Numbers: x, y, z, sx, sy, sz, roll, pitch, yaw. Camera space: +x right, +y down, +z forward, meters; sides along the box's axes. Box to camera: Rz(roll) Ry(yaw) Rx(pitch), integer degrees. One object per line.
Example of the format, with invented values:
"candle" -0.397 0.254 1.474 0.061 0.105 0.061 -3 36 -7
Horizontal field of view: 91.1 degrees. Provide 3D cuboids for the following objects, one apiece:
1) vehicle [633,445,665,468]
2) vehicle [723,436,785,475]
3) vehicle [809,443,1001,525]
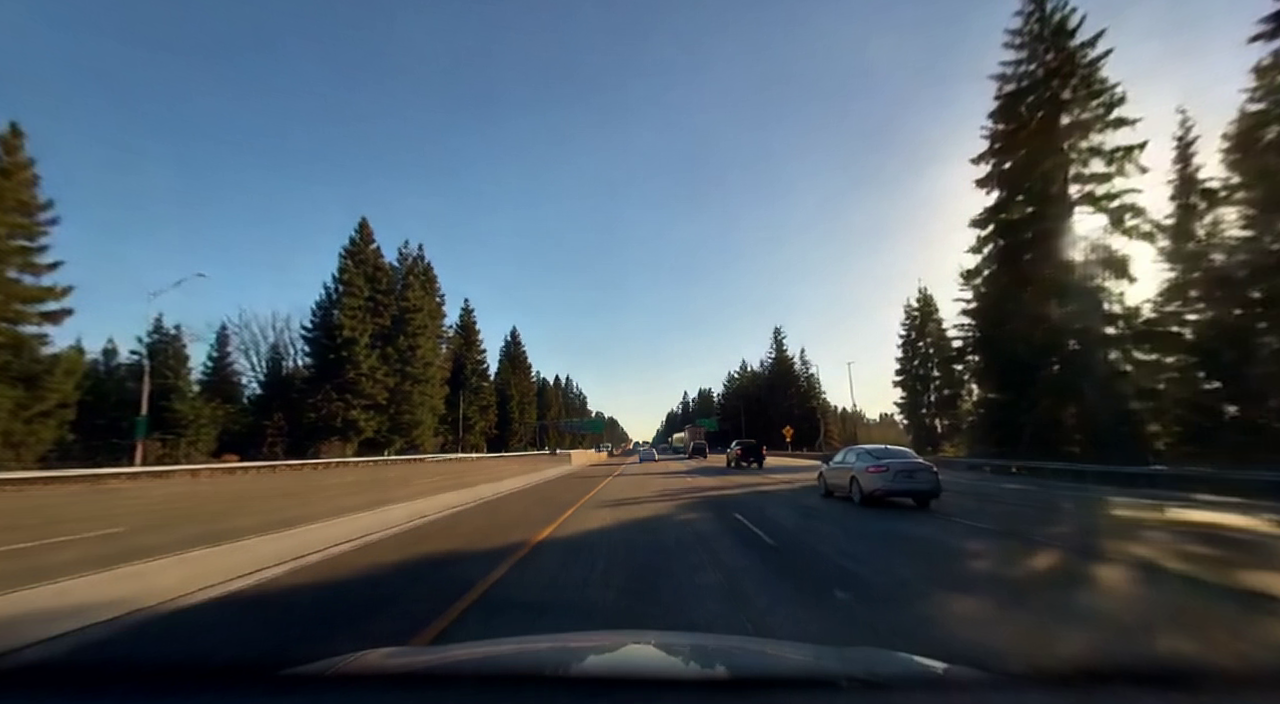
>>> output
"vehicle" 0.596 7.181 43.491 2.052 1.472 4.295 0 -8 0
"vehicle" 6.119 5.619 34.412 2.206 1.902 5.460 0 -8 -2
"vehicle" 5.404 2.717 13.683 1.904 1.453 4.789 0 -8 -3
